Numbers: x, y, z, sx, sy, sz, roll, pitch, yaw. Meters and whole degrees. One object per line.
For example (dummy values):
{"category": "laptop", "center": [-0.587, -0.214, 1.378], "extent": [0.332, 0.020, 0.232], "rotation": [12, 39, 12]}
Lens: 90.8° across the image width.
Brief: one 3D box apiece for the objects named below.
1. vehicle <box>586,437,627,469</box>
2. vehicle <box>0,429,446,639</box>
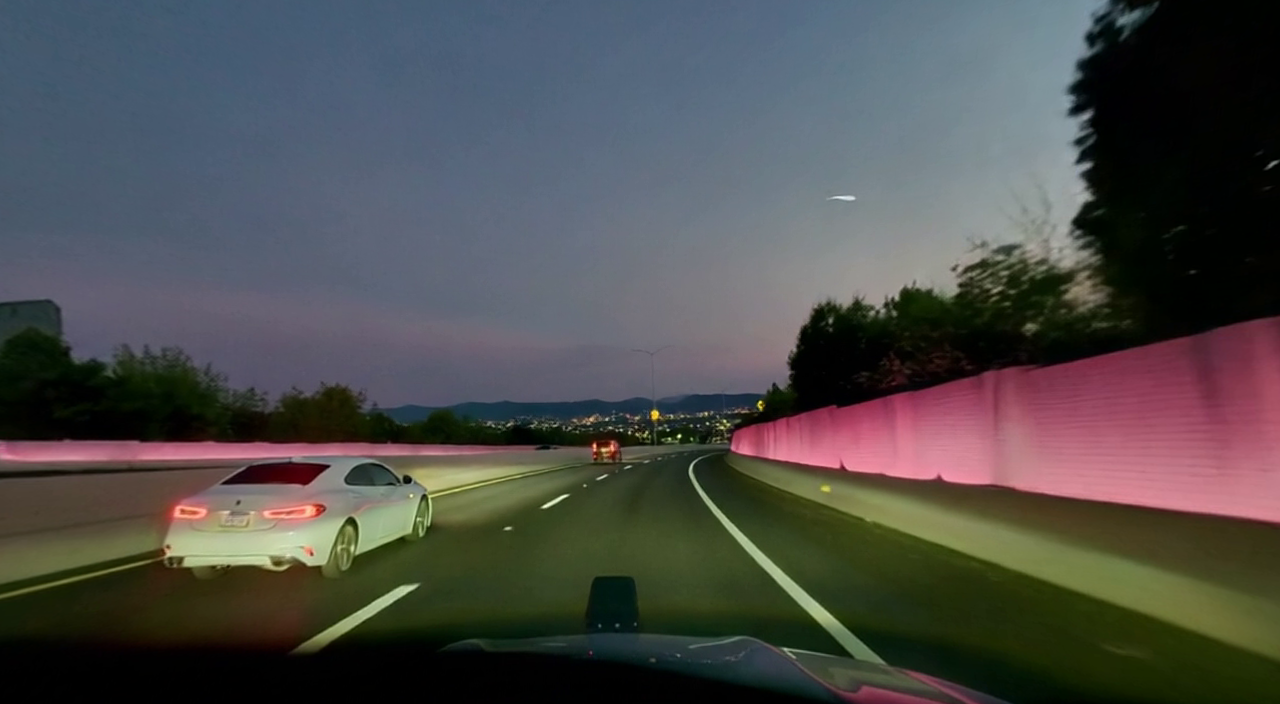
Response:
{"category": "vehicle", "center": [-1.855, 5.829, 36.441], "extent": [1.833, 1.697, 3.984], "rotation": [-1, -9, 5]}
{"category": "vehicle", "center": [-3.590, 1.576, 6.524], "extent": [1.746, 1.405, 4.339], "rotation": [-1, -9, 1]}
